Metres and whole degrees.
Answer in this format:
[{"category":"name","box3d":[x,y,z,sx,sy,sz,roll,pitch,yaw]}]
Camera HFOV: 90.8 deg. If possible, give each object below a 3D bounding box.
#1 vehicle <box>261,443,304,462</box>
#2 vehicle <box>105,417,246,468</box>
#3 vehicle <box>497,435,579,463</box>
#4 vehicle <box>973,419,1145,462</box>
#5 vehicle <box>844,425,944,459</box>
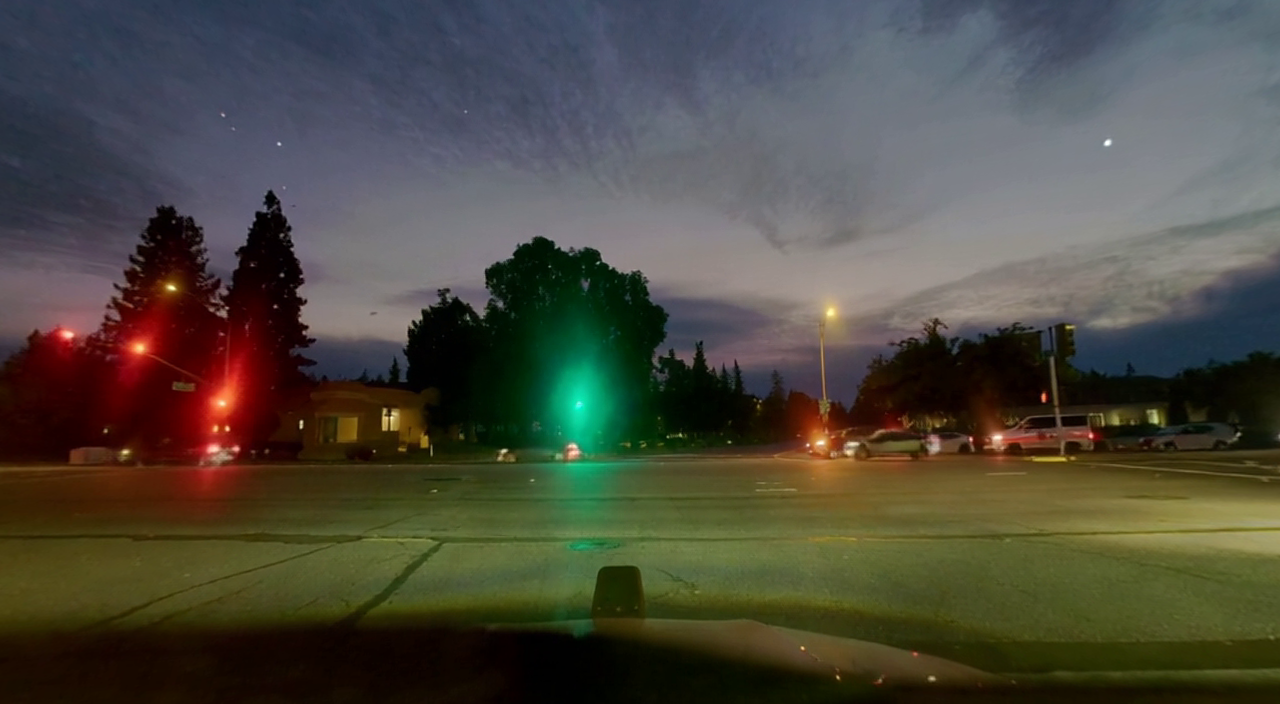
[{"category":"vehicle","box3d":[-28.023,7.883,49.619,2.235,1.417,4.272,3,-9,-21]},{"category":"vehicle","box3d":[-30.834,6.013,42.043,7.790,3.197,2.653,-1,-9,10]},{"category":"vehicle","box3d":[-5.993,5.721,37.302,4.370,1.592,1.886,-2,-9,10]},{"category":"vehicle","box3d":[15.042,3.210,22.933,4.749,1.461,1.892,-1,-9,9]},{"category":"vehicle","box3d":[13.468,4.815,33.799,4.590,1.701,1.881,-2,-9,11]}]
